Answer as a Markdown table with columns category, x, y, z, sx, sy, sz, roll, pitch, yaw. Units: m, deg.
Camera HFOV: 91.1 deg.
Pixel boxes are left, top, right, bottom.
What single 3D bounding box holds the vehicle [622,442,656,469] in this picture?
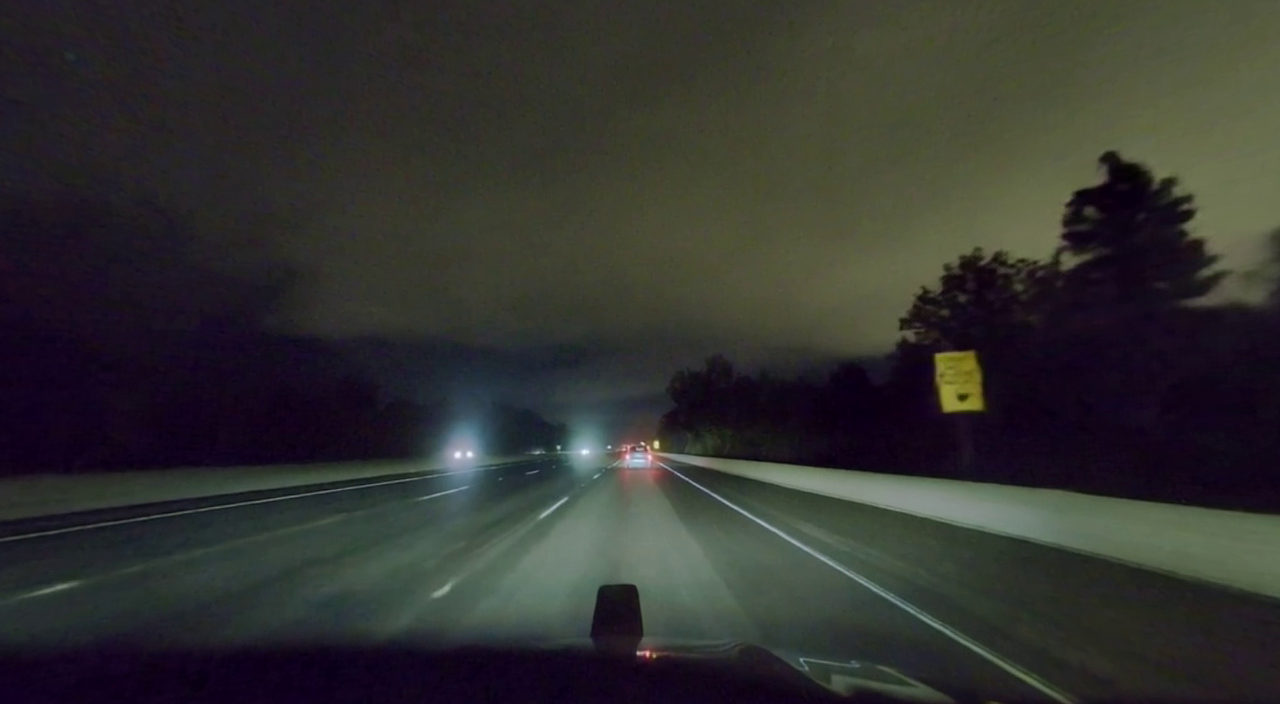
| category | x | y | z | sx | sy | sz | roll | pitch | yaw |
| --- | --- | --- | --- | --- | --- | --- | --- | --- | --- |
| vehicle | -0.107 | 6.818 | 41.511 | 2.120 | 1.715 | 4.153 | 0 | -9 | -1 |
